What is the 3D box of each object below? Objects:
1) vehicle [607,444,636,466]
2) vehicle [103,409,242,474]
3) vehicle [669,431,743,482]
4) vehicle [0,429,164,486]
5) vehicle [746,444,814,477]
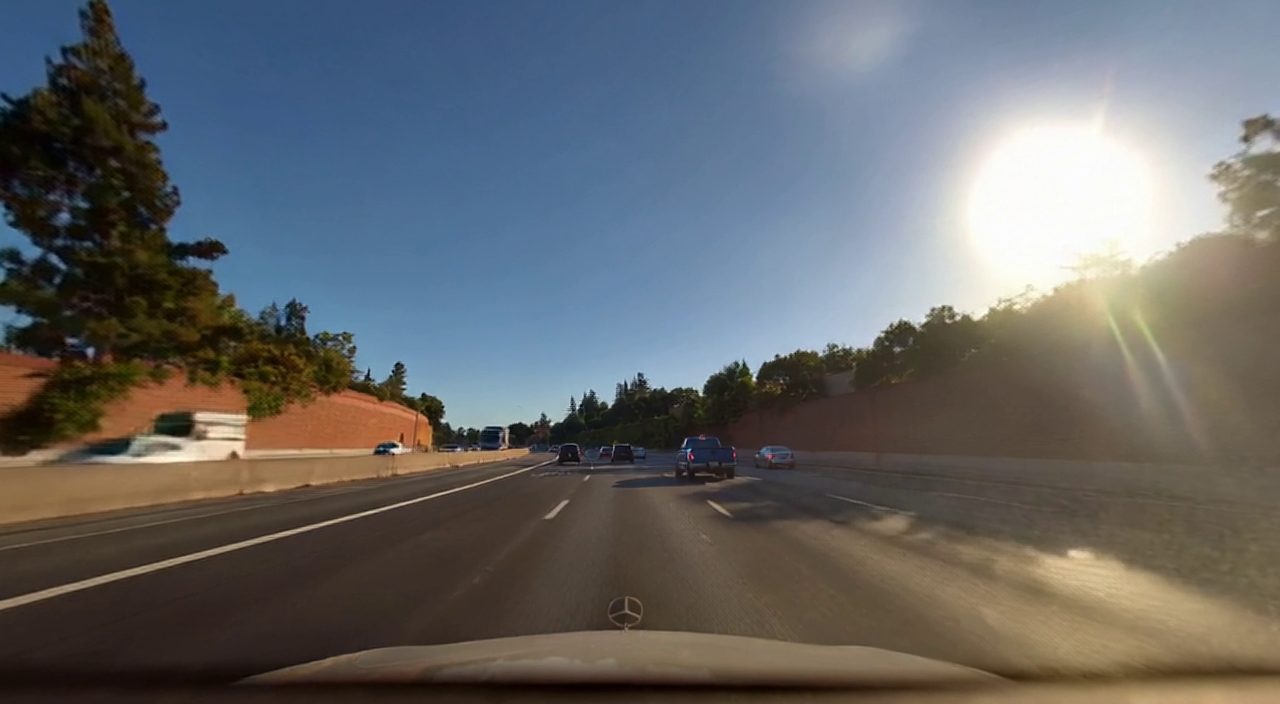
[{"bbox_3d":[-1.487,7.878,48.412,2.050,1.607,3.821,0,-8,-4],"label":"vehicle"},{"bbox_3d":[-22.049,4.297,30.194,2.220,2.772,5.866,0,-8,-2],"label":"vehicle"},{"bbox_3d":[2.727,4.522,27.614,2.374,1.952,5.431,0,-8,-3],"label":"vehicle"},{"bbox_3d":[-17.784,3.253,19.767,2.107,1.561,4.736,0,-8,-2],"label":"vehicle"},{"bbox_3d":[6.921,5.395,31.728,1.976,1.485,4.925,0,-8,-4],"label":"vehicle"}]
